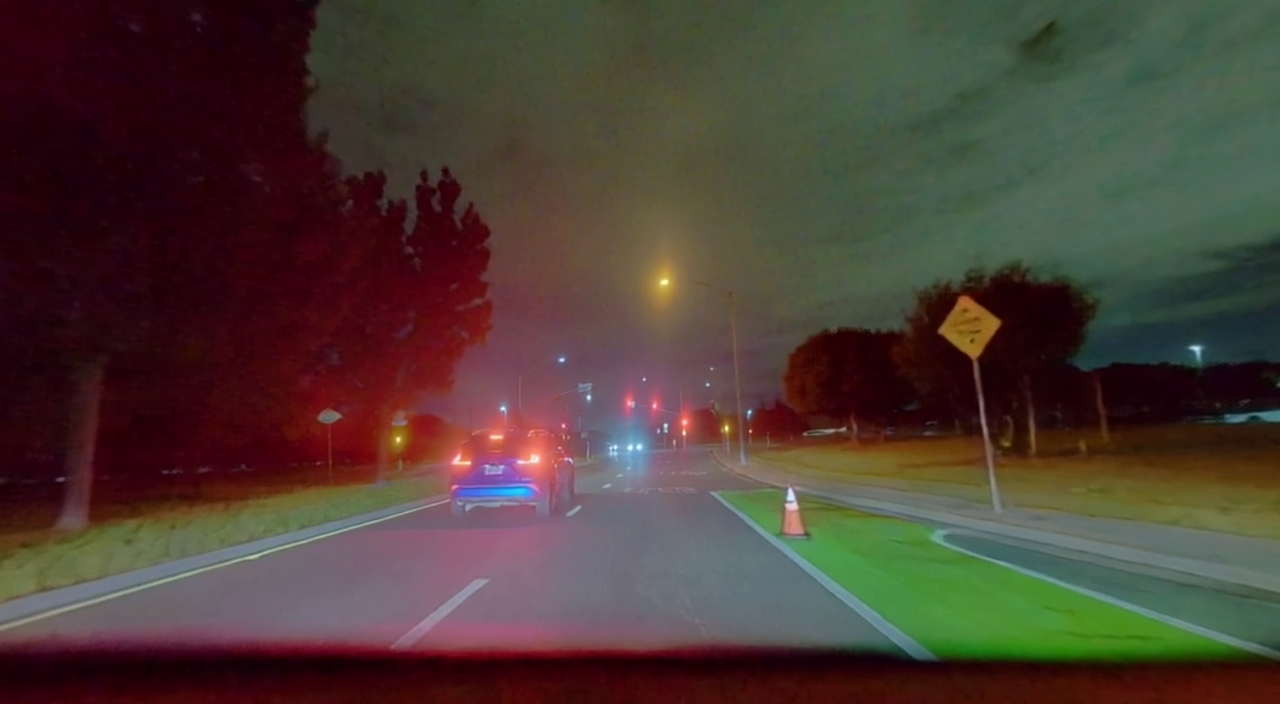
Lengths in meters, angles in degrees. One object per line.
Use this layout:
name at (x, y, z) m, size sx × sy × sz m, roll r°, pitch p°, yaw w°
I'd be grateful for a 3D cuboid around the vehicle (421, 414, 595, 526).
vehicle at (-2.347, 2.293, 12.780) m, size 2.339 × 1.790 × 4.629 m, roll -2°, pitch -9°, yaw 2°
